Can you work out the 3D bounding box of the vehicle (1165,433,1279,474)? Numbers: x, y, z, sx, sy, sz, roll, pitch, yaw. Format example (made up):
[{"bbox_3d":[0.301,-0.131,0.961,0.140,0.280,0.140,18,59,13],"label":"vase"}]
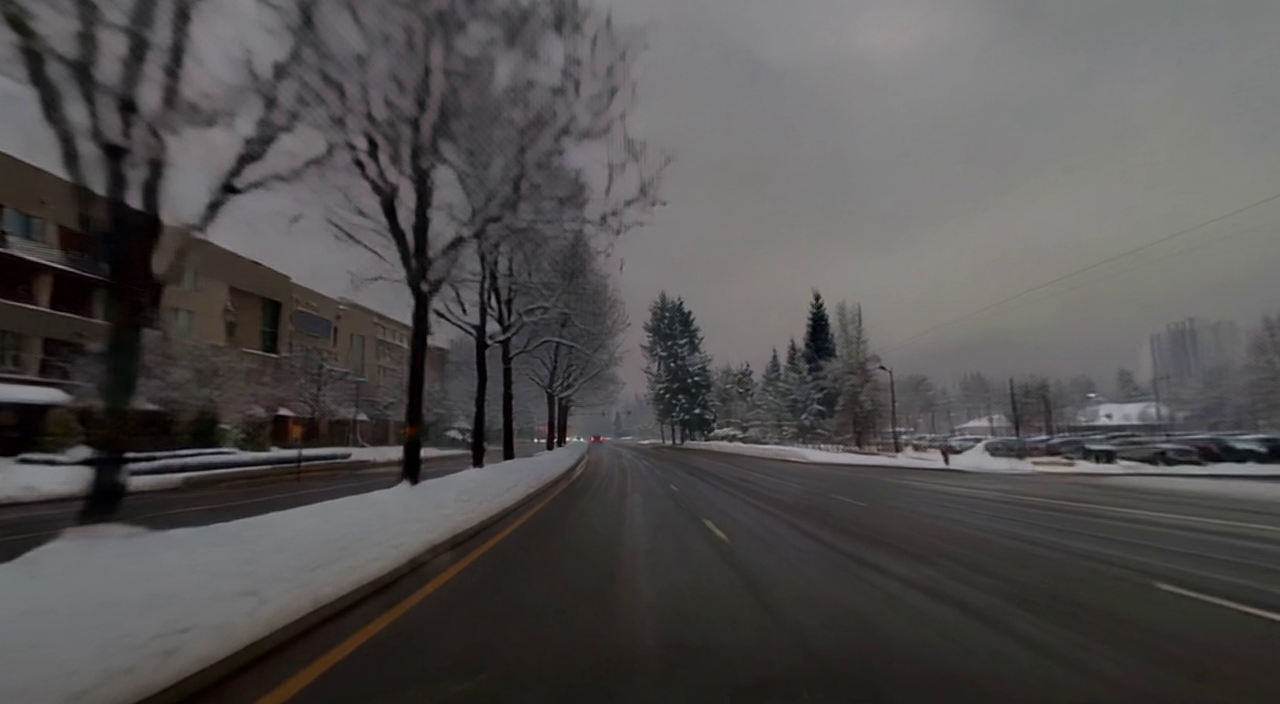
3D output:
[{"bbox_3d":[27.710,4.602,28.929,5.365,1.726,2.032,-1,-8,1],"label":"vehicle"}]
